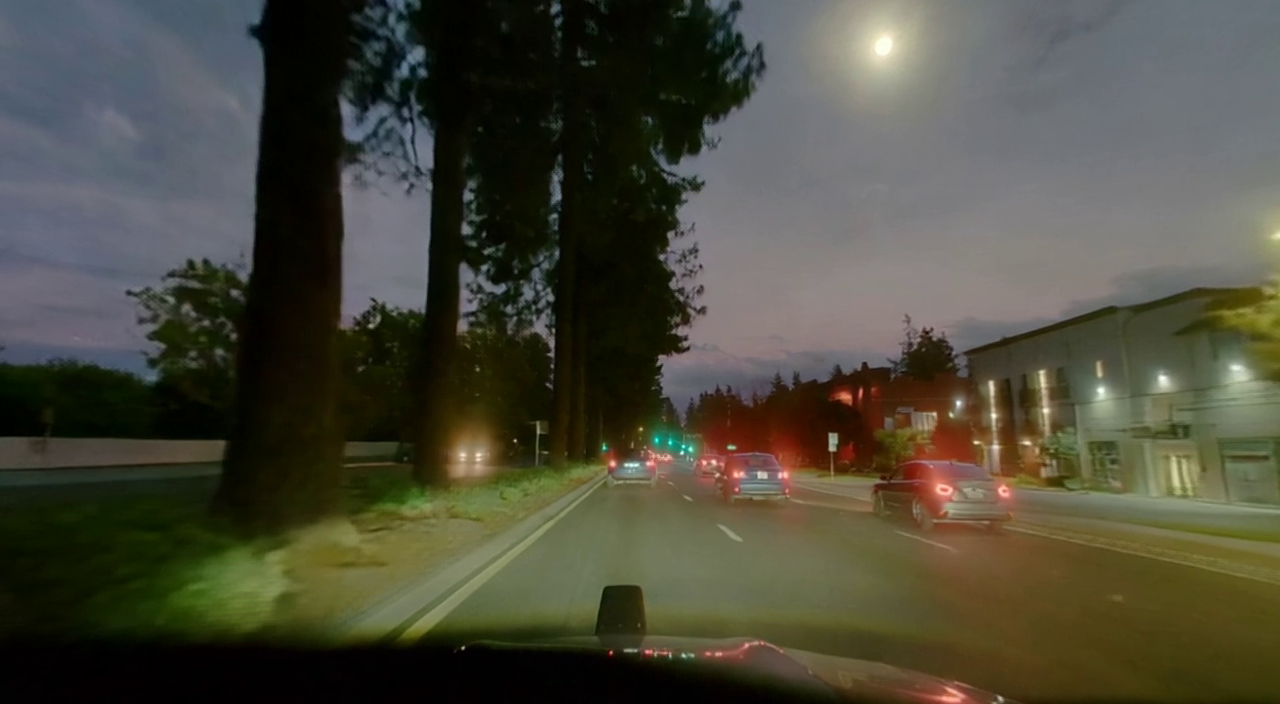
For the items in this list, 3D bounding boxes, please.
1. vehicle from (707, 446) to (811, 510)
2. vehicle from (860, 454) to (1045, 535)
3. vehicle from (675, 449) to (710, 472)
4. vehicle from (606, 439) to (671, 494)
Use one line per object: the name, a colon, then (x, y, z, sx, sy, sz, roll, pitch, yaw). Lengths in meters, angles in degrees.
vehicle: (3.086, 3.343, 17.235, 1.932, 1.510, 4.168, 0, -8, -1)
vehicle: (6.734, 3.069, 14.170, 1.944, 1.458, 4.268, 0, -8, 0)
vehicle: (3.603, 7.554, 43.818, 2.012, 1.462, 4.163, 0, -8, -1)
vehicle: (-0.062, 3.841, 21.458, 2.008, 1.674, 4.239, 0, -8, 0)
